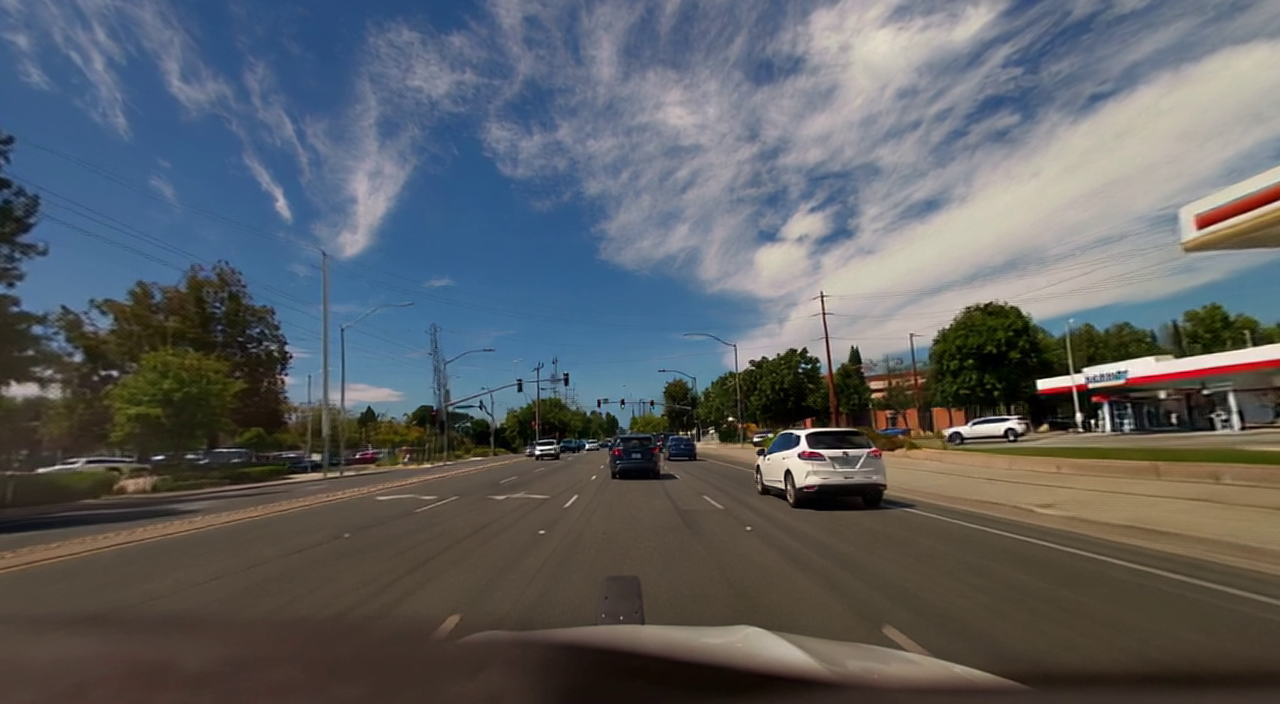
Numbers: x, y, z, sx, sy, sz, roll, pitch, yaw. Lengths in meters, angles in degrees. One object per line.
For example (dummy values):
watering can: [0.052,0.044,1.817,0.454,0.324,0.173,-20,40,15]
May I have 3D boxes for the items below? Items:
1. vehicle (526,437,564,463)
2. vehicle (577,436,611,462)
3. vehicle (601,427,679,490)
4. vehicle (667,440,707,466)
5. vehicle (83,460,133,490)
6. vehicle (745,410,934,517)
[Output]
vehicle: [-6.656,6.902,44.665,1.994,1.695,4.471,0,-8,0]
vehicle: [-3.269,6.915,45.294,2.155,1.745,4.248,0,-8,0]
vehicle: [-0.082,3.239,19.527,2.164,1.718,3.881,0,-8,-2]
vehicle: [2.555,5.577,34.910,1.822,1.331,3.583,0,-8,-2]
vehicle: [-30.651,7.031,36.414,1.948,1.452,4.370,7,-11,-39]
vehicle: [3.811,2.254,13.294,2.116,1.791,5.006,0,-8,-3]
